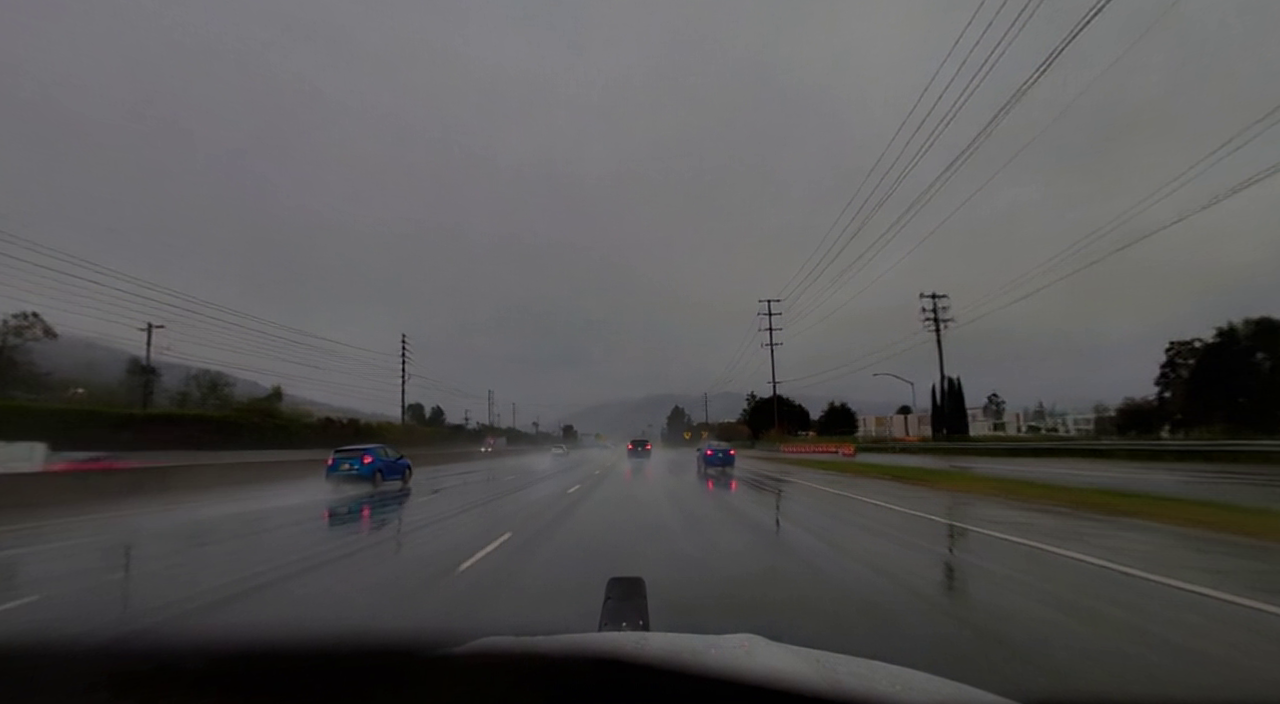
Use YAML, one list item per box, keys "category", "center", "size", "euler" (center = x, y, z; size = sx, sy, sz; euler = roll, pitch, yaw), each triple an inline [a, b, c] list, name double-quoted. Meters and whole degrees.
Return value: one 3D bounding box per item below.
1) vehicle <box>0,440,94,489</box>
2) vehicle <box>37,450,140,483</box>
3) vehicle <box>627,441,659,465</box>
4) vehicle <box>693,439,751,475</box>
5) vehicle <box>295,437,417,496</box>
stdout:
- category: "vehicle"
  center: [-41.492, 7.293, 41.178]
  size: [3.309, 2.970, 9.091]
  euler: [0, -8, 2]
- category: "vehicle"
  center: [-33.662, 6.967, 38.689]
  size: [2.025, 1.792, 4.533]
  euler: [-1, -8, 3]
- category: "vehicle"
  center: [0.213, 6.710, 41.970]
  size: [2.036, 1.474, 3.969]
  euler: [0, -8, 0]
- category: "vehicle"
  center: [3.730, 4.884, 29.494]
  size: [2.060, 1.526, 4.387]
  euler: [0, -8, -1]
- category: "vehicle"
  center: [-10.364, 4.201, 23.545]
  size: [2.241, 1.810, 4.966]
  euler: [-4, -8, 1]
